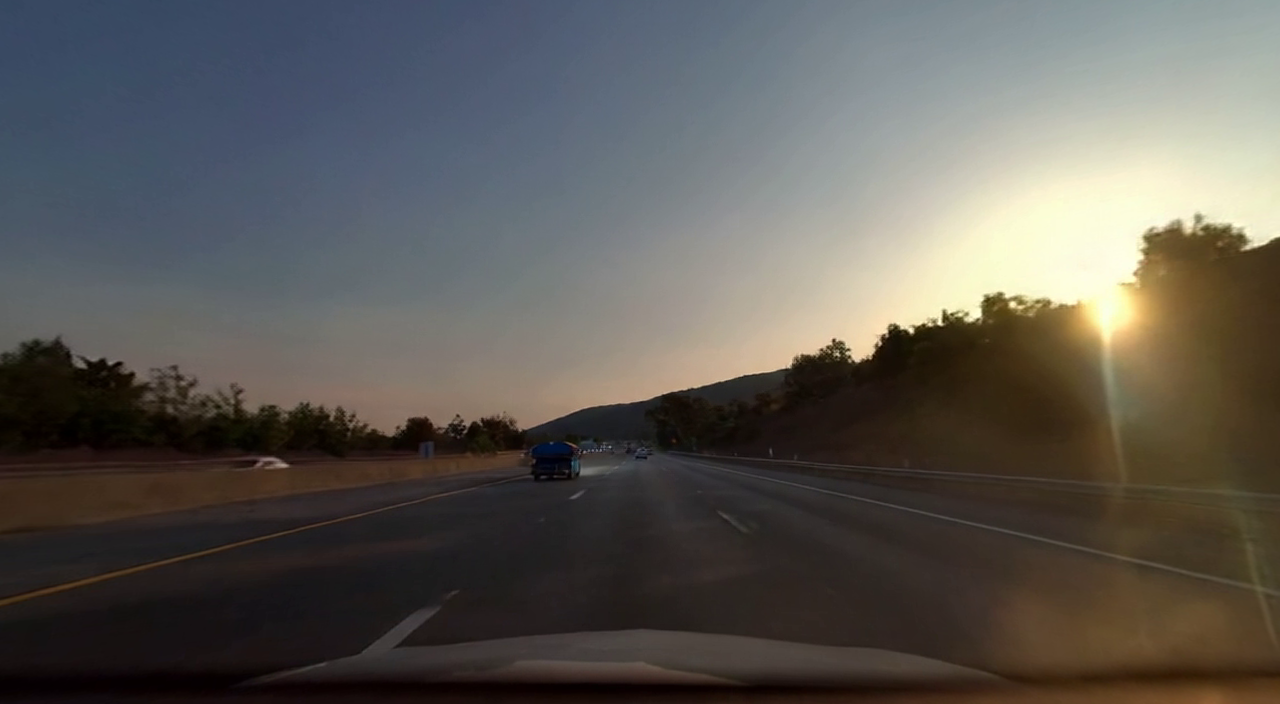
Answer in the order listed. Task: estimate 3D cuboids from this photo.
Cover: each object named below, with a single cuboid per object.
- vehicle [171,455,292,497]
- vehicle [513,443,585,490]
[{"bbox_3d":[-16.222,4.929,25.348,1.933,1.477,4.382,0,-9,0],"label":"vehicle"},{"bbox_3d":[-3.247,4.199,23.300,1.965,1.556,3.971,-1,-9,1],"label":"vehicle"}]
